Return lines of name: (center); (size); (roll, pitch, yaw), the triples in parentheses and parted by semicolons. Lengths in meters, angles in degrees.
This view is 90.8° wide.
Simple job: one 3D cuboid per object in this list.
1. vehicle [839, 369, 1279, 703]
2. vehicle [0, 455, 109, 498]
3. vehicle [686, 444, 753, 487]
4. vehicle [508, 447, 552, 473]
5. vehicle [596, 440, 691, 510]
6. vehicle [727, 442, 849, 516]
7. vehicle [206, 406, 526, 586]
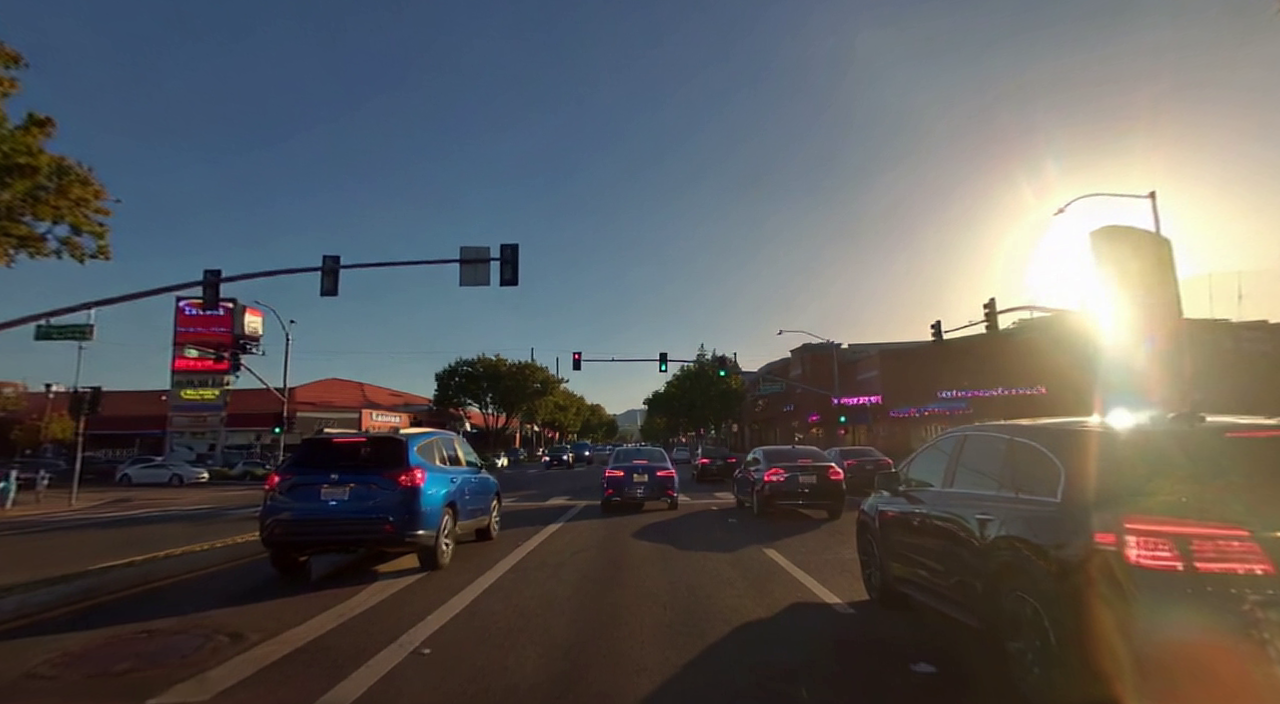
vehicle: (3.241, 1.219, 4.719); (2.075, 1.661, 4.401); (0, -9, 1)
vehicle: (-27.633, 5.693, 29.080); (4.314, 1.768, 2.261); (4, -10, -26)
vehicle: (3.129, 4.576, 25.776); (2.099, 1.553, 4.279); (0, -9, -1)
vehicle: (-7.843, 7.714, 45.455); (2.293, 1.777, 4.497); (0, -9, 0)
vehicle: (0.053, 3.105, 16.373); (2.154, 1.577, 3.723); (0, -9, -1)
vehicle: (3.353, 2.952, 15.191); (1.865, 1.496, 4.170); (0, -9, -1)
vehicle: (-3.254, 1.846, 8.935); (2.257, 1.823, 4.777); (-1, -9, 2)
